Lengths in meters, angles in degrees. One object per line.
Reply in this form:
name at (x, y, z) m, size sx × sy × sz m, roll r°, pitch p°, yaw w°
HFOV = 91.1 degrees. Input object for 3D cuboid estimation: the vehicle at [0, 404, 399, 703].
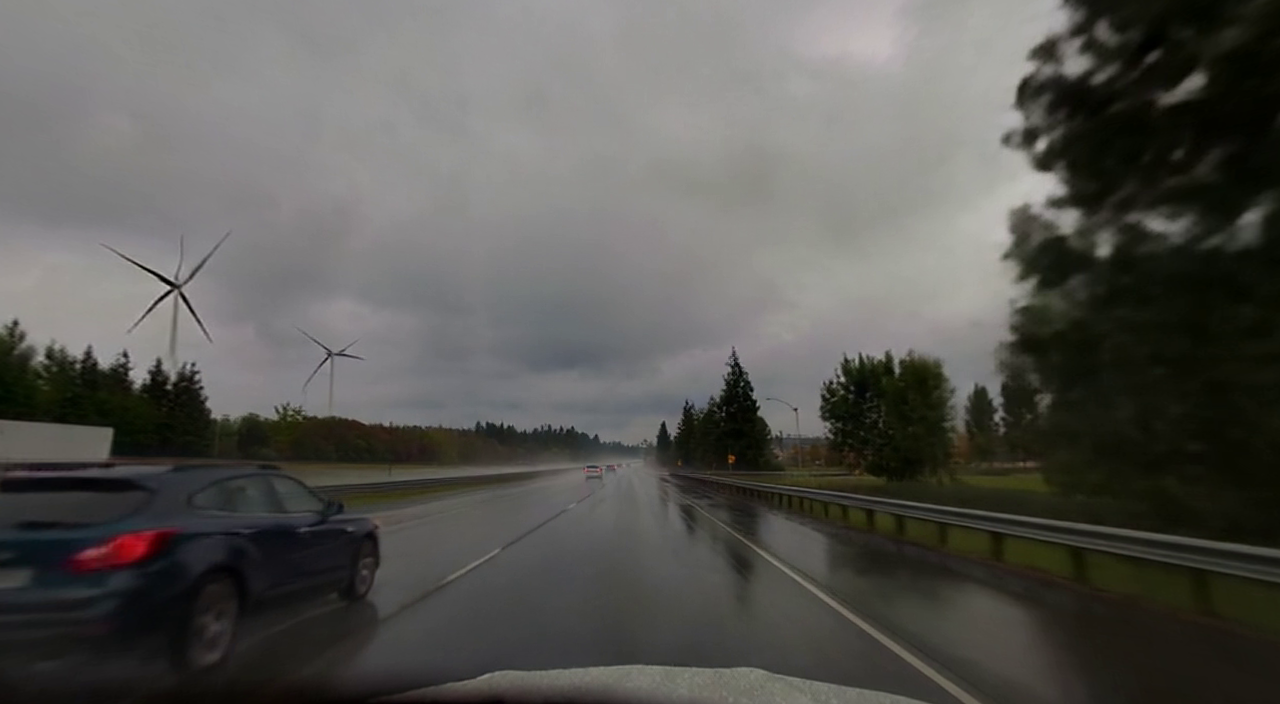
vehicle at (-3.408, 1.255, 4.101) m, size 2.001 × 1.486 × 4.104 m, roll 1°, pitch -10°, yaw 0°
